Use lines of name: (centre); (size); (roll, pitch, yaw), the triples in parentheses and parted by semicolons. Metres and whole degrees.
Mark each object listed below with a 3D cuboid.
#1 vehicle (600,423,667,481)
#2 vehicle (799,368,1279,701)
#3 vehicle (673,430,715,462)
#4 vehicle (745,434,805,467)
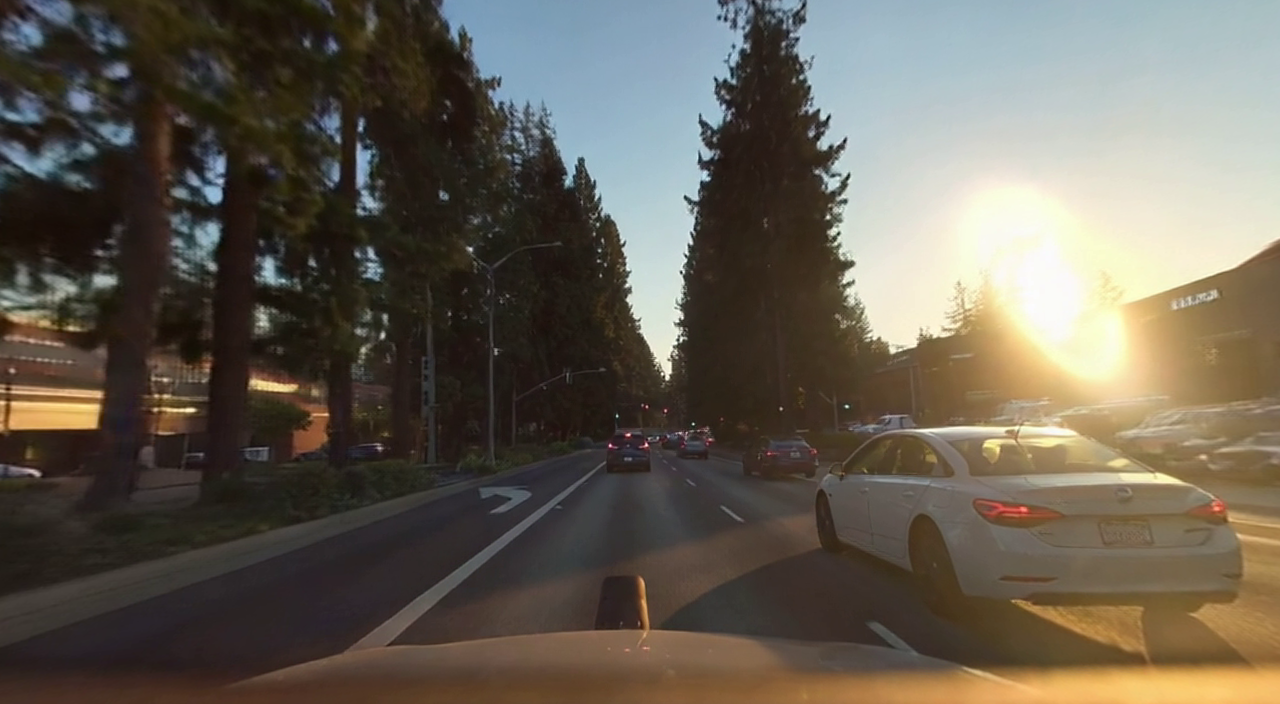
vehicle: (-0.252, 3.462, 22.077); (2.106, 1.798, 4.168); (0, -8, -1)
vehicle: (3.095, 1.234, 5.492); (2.153, 1.658, 4.485); (0, -8, -1)
vehicle: (3.108, 5.551, 37.292); (2.000, 1.745, 4.206); (0, -8, -2)
vehicle: (6.364, 4.696, 30.236); (1.883, 1.452, 4.258); (0, -8, -1)
